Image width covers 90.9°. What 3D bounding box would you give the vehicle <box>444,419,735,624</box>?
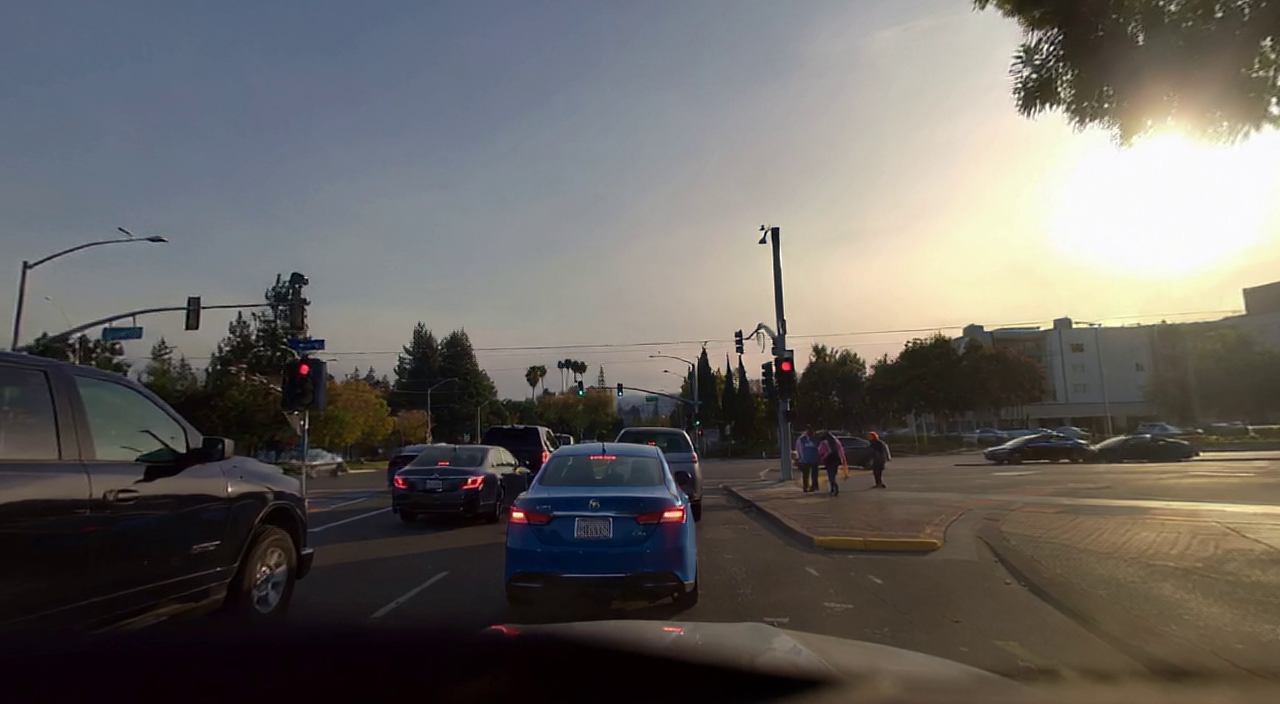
[{"bbox_3d":[-0.375,1.593,6.947,2.144,1.497,4.446,0,-9,0],"label":"vehicle"}]

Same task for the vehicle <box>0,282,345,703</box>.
[{"bbox_3d":[-3.687,0.750,2.822,2.202,1.961,4.980,0,-9,1],"label":"vehicle"}]

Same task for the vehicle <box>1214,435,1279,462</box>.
[{"bbox_3d":[36.257,5.519,36.144,4.643,1.464,1.840,0,-9,2],"label":"vehicle"}]

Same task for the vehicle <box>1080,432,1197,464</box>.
[{"bbox_3d":[28.933,5.577,36.712,4.967,1.794,2.044,0,-9,2],"label":"vehicle"}]

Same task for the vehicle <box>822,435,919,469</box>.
[{"bbox_3d":[12.200,5.341,33.624,4.394,1.724,1.886,0,-9,1],"label":"vehicle"}]

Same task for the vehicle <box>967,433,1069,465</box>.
[{"bbox_3d":[21.939,5.658,36.709,4.529,1.786,2.110,0,-9,2],"label":"vehicle"}]
